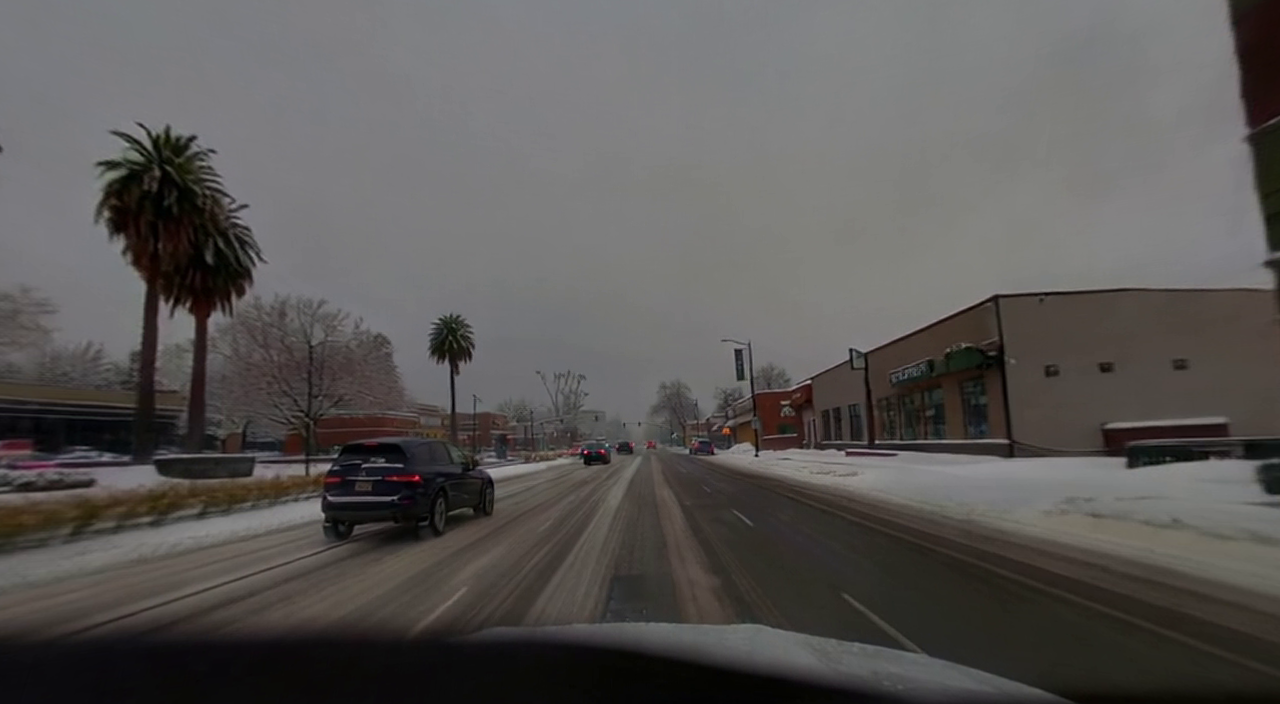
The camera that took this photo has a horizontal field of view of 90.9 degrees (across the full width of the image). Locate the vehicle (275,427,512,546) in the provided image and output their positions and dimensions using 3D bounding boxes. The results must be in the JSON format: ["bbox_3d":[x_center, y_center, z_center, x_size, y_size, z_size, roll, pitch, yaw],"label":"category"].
[{"bbox_3d":[-3.653,2.072,10.422,2.032,1.511,4.424,-1,-8,2],"label":"vehicle"}]

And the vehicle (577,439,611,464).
[{"bbox_3d":[-3.201,7.015,44.525,2.024,1.636,4.121,0,-8,1],"label":"vehicle"}]
